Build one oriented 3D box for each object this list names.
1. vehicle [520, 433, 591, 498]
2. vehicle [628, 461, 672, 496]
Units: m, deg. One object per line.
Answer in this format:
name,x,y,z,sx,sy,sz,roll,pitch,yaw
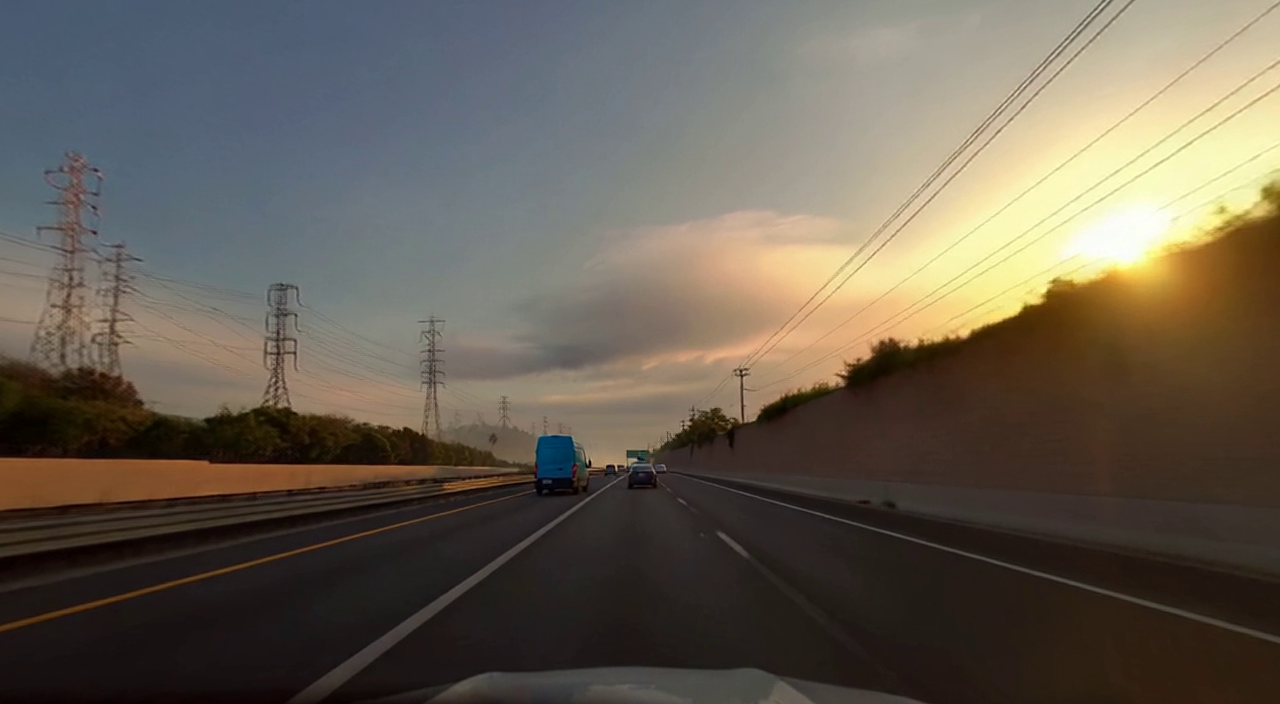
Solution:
vehicle,-3.782,5.342,29.601,2.394,2.609,6.875,1,-11,0
vehicle,0.461,6.248,31.242,2.006,1.554,3.863,1,-11,0
